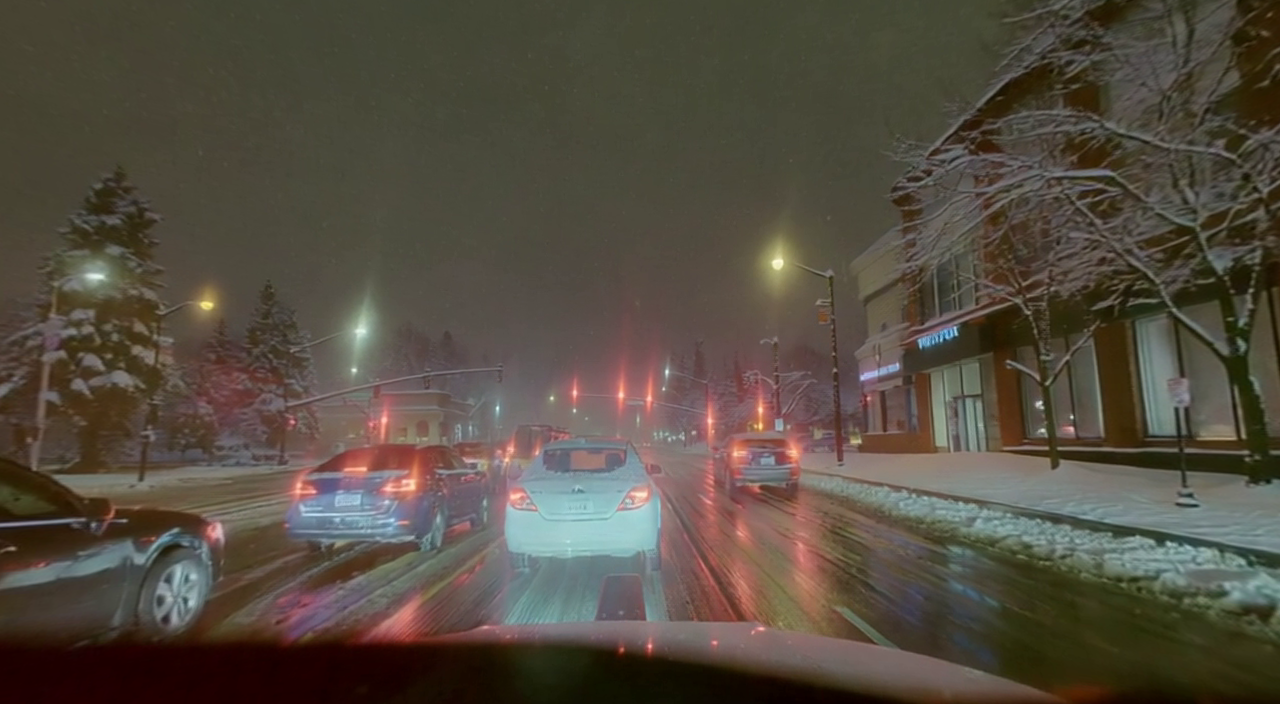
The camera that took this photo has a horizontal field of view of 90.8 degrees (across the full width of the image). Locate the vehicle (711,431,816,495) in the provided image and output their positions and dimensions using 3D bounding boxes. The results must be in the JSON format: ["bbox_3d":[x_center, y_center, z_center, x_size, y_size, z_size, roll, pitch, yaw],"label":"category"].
[{"bbox_3d":[3.497,3.255,18.838,2.097,1.651,4.300,0,-9,-2],"label":"vehicle"}]

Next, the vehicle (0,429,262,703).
[{"bbox_3d":[-4.185,1.096,2.970,2.020,1.457,4.496,0,-9,0],"label":"vehicle"}]

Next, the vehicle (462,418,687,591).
[{"bbox_3d":[-0.633,1.689,7.792,2.042,1.555,3.912,0,-9,-1],"label":"vehicle"}]

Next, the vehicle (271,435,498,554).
[{"bbox_3d":[-3.735,2.135,10.194,1.950,1.487,4.130,0,-9,0],"label":"vehicle"}]
